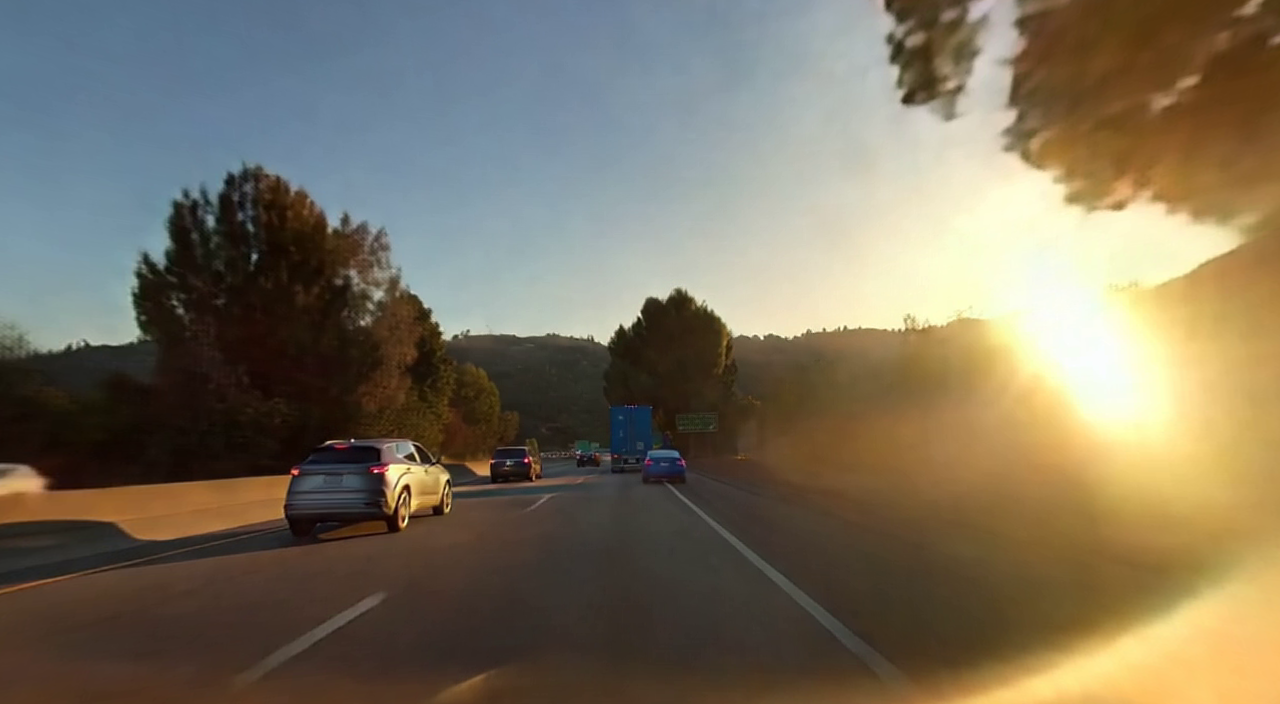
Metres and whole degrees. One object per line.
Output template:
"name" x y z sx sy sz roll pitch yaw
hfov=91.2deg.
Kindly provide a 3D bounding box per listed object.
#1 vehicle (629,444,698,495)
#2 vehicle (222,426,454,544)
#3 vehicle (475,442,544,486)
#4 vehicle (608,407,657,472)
"vehicle" 0.674 3.862 20.974 2.026 1.489 4.045 0 -9 -2
"vehicle" -4.968 2.241 11.154 2.100 1.671 4.105 0 -9 -1
"vehicle" -5.272 4.583 25.930 2.035 1.664 4.064 0 -9 -1
"vehicle" -0.745 6.367 45.109 3.113 4.066 10.786 0 -9 -3
